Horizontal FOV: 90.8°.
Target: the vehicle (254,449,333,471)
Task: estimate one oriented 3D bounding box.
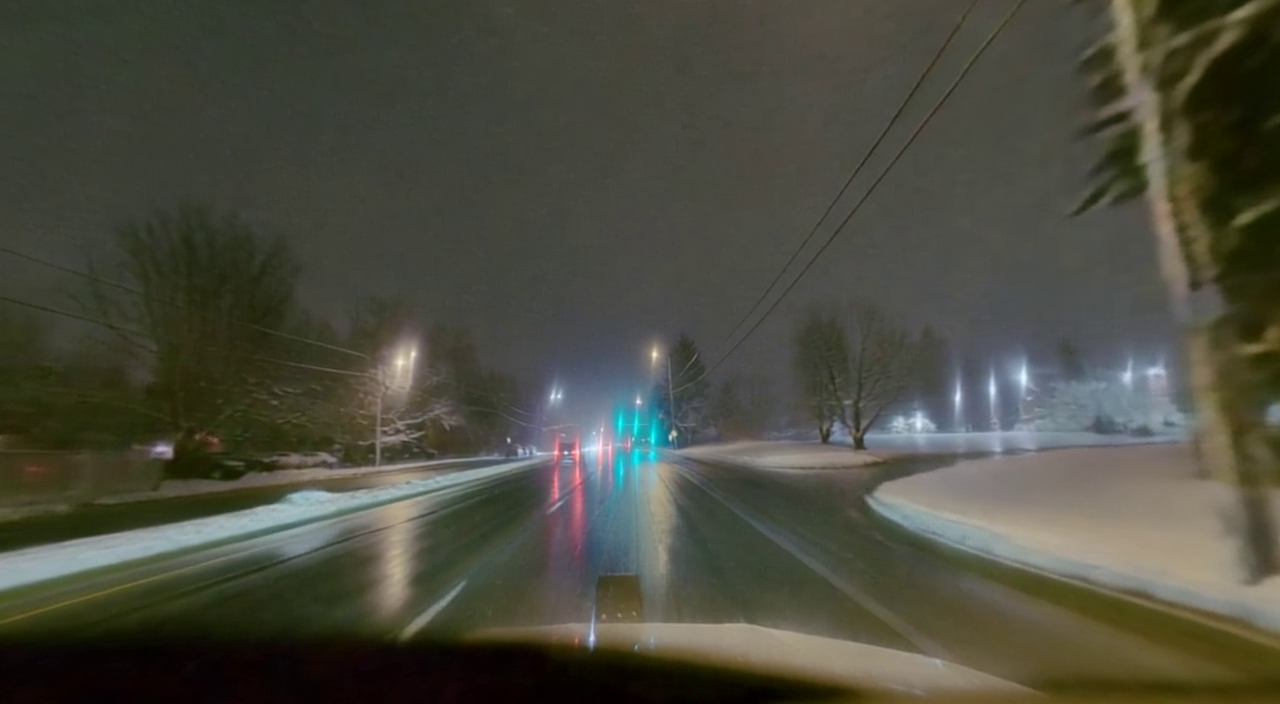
[{"bbox_3d":[-24.020,7.458,43.919,4.235,1.456,2.171,0,-8,1],"label":"vehicle"}]

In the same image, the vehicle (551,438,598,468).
[{"bbox_3d":[-3.453,5.425,34.114,2.030,1.467,4.251,0,-8,0],"label":"vehicle"}]

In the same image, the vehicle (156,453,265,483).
[{"bbox_3d":[-22.252,5.986,32.845,4.252,1.458,1.915,0,-8,1],"label":"vehicle"}]
